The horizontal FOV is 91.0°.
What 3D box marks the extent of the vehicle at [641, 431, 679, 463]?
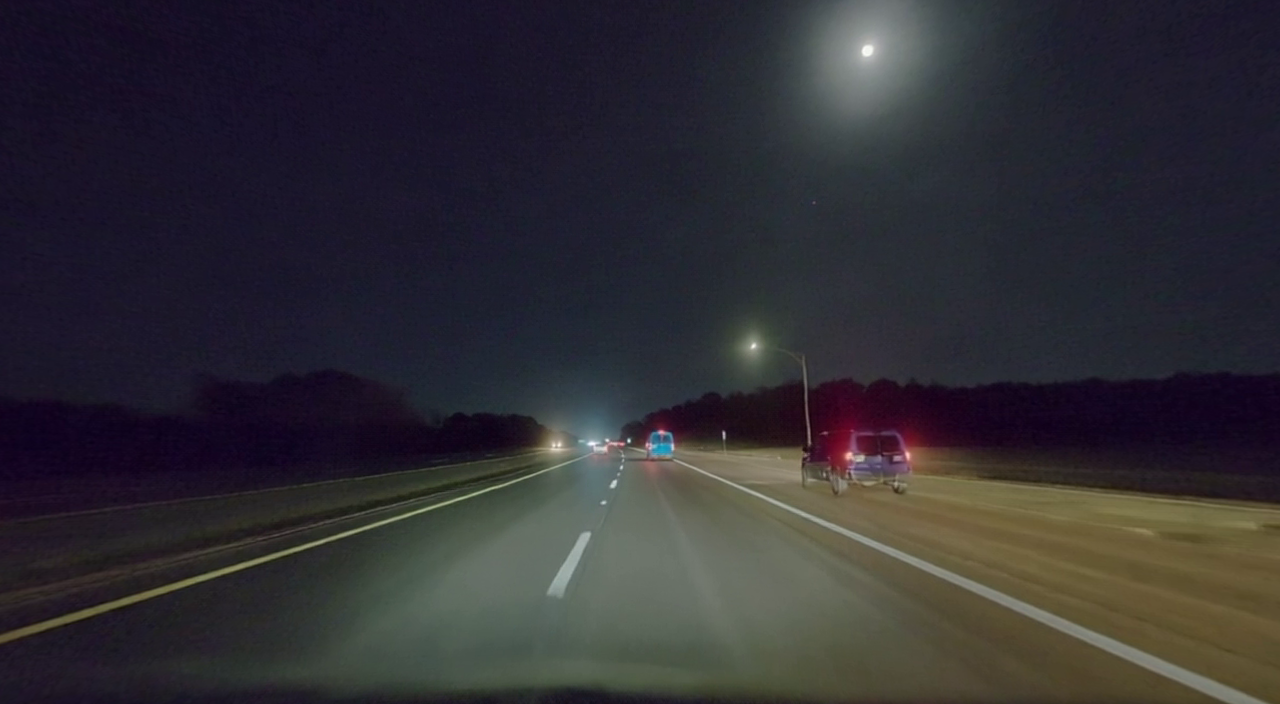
[{"bbox_3d":[1.324,6.610,44.010,2.269,2.048,4.679,0,-8,-2],"label":"vehicle"}]
